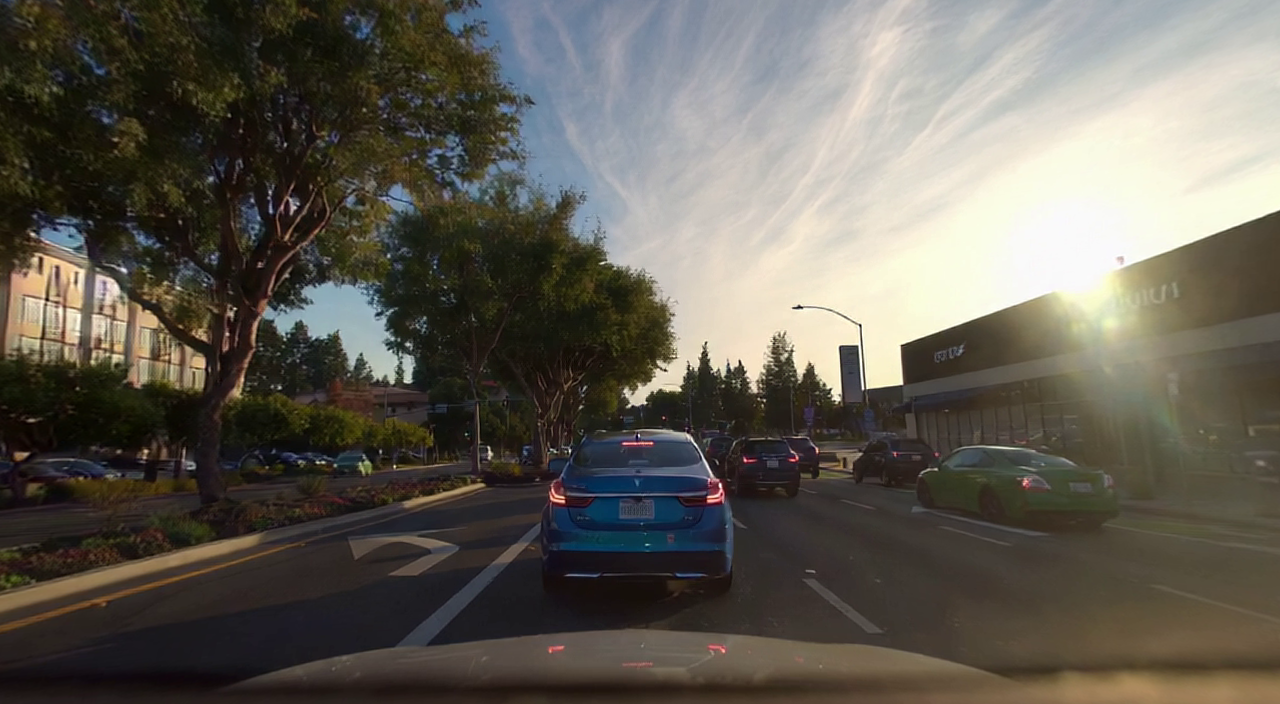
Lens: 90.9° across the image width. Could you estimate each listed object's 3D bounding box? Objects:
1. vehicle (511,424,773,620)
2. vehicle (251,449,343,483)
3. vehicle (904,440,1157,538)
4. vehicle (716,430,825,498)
[{"bbox_3d":[-0.016,1.608,7.019,1.977,1.465,4.376,0,-8,-1],"label":"vehicle"},{"bbox_3d":[-18.817,6.196,34.551,4.428,1.743,2.163,-4,-9,27],"label":"vehicle"},{"bbox_3d":[6.842,2.397,11.788,1.911,1.468,4.417,0,-8,0],"label":"vehicle"},{"bbox_3d":[3.617,3.206,18.461,2.114,1.736,4.553,0,-8,-1],"label":"vehicle"}]
